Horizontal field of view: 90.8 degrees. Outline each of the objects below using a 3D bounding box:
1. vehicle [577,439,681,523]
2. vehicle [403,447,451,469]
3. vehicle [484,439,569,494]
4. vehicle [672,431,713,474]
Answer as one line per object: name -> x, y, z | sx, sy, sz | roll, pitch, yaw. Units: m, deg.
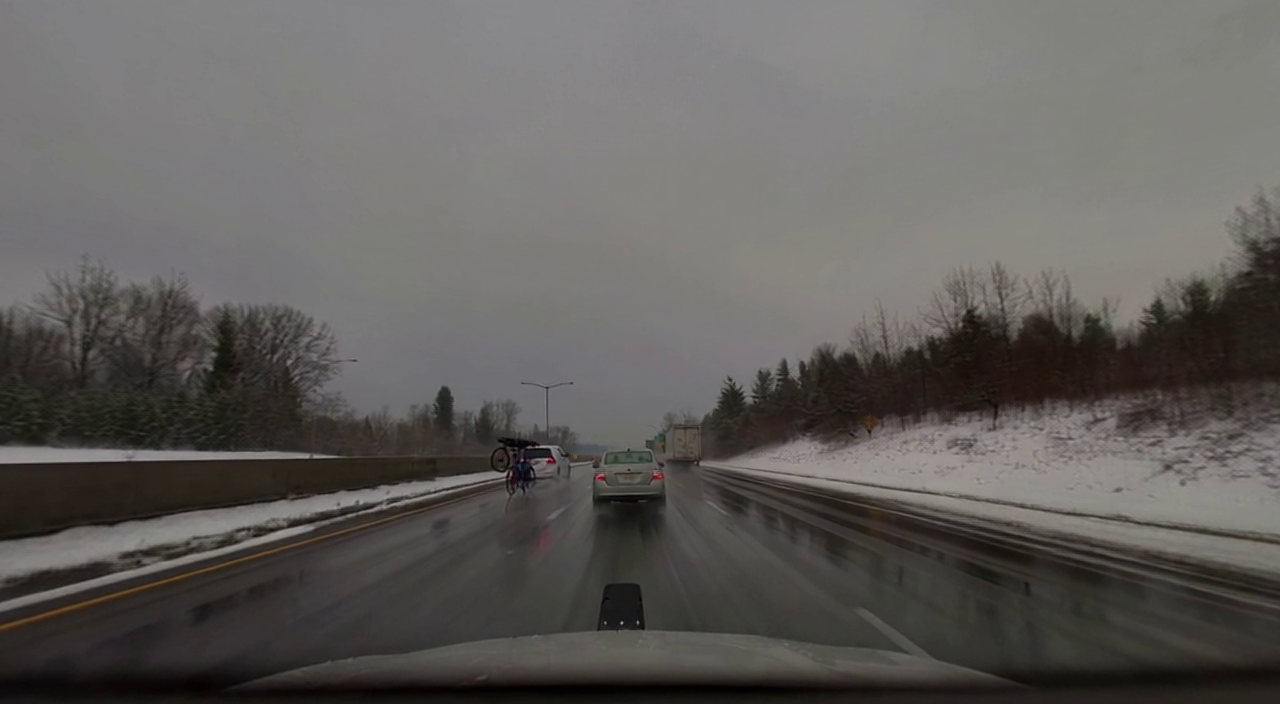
vehicle -> -0.194, 2.722, 13.714 | 1.973, 1.574, 3.426 | 0, -9, 1
vehicle -> -15.879, 7.933, 47.324 | 1.985, 1.562, 4.522 | 0, -9, 0
vehicle -> -3.703, 3.859, 21.546 | 1.985, 1.671, 4.604 | 0, -9, 1
vehicle -> 3.455, 6.816, 42.701 | 2.234, 2.679, 5.372 | 0, -9, -1
